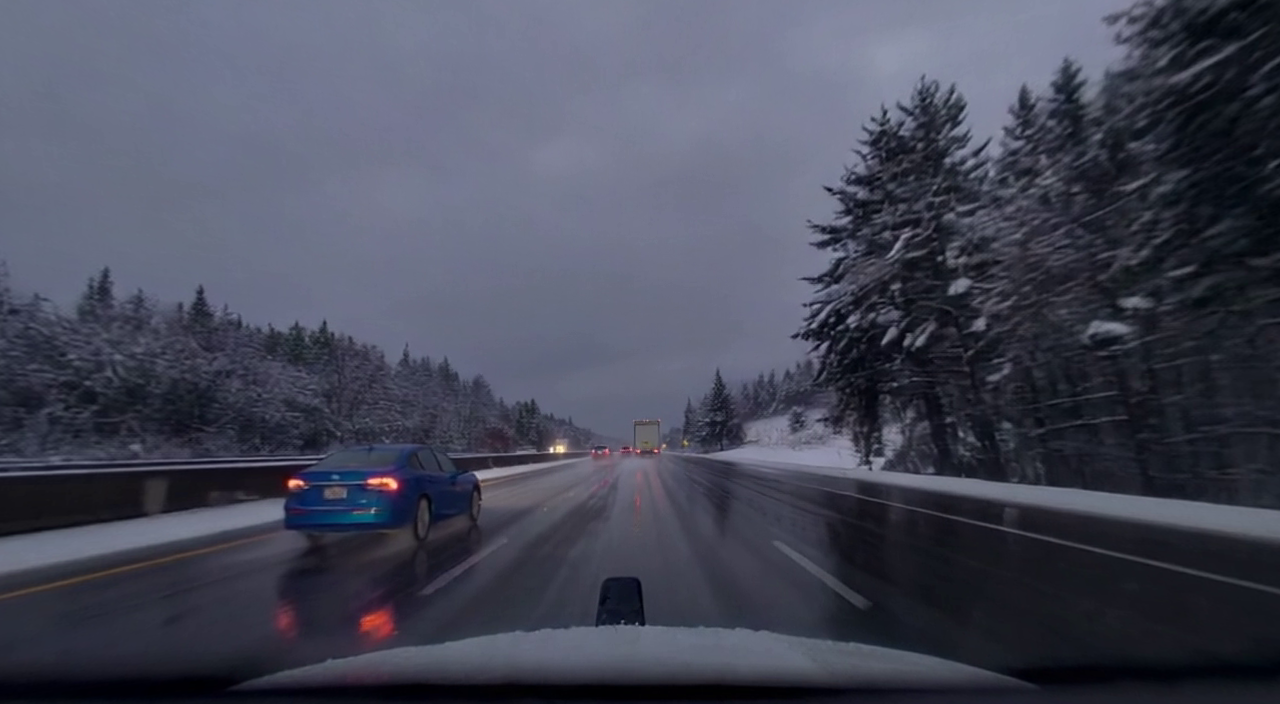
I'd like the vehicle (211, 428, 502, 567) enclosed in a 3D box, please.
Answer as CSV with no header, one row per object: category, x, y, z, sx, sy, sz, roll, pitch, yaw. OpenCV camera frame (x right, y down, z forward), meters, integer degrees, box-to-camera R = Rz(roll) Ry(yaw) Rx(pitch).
vehicle,-3.738,2.025,9.594,1.999,1.533,4.870,-1,-9,2
